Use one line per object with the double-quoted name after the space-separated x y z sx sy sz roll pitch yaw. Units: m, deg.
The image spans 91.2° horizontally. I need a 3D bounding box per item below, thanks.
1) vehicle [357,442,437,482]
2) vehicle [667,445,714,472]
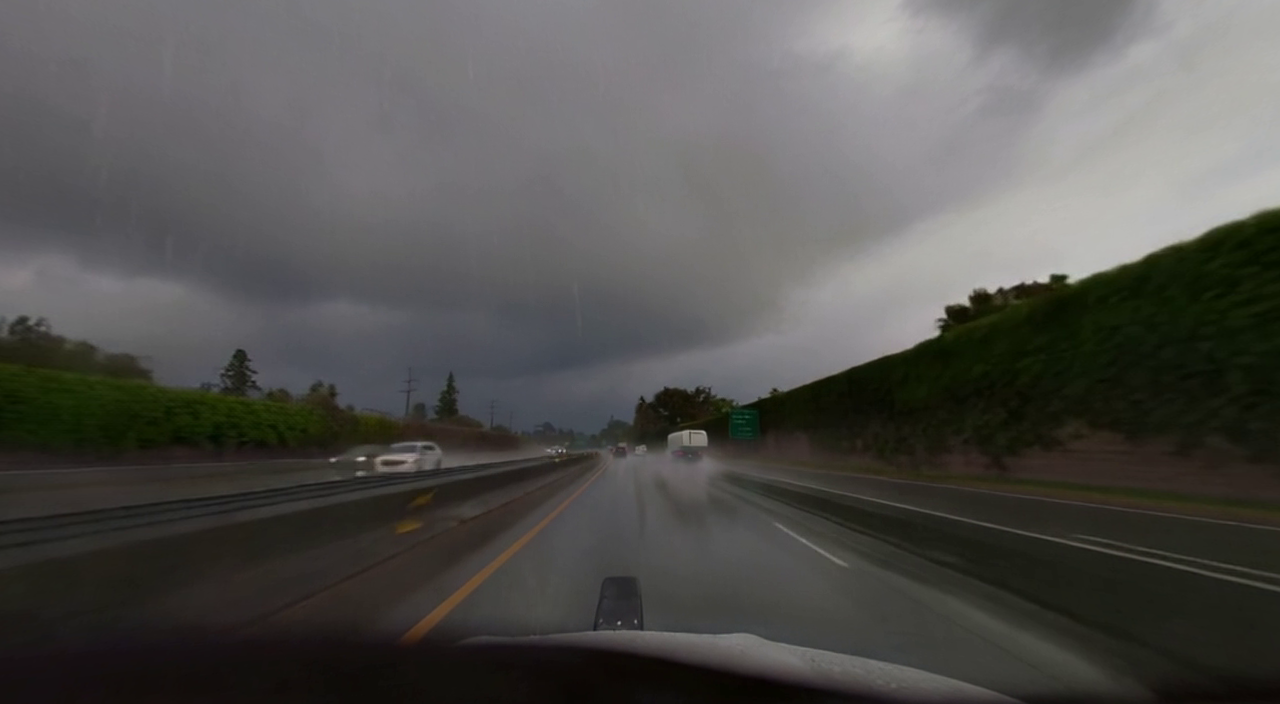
-9.752 4.415 25.455 1.786 1.466 3.718 0 -9 -1 "vehicle"
2.873 6.248 36.984 2.244 1.498 4.338 0 -9 -2 "vehicle"
